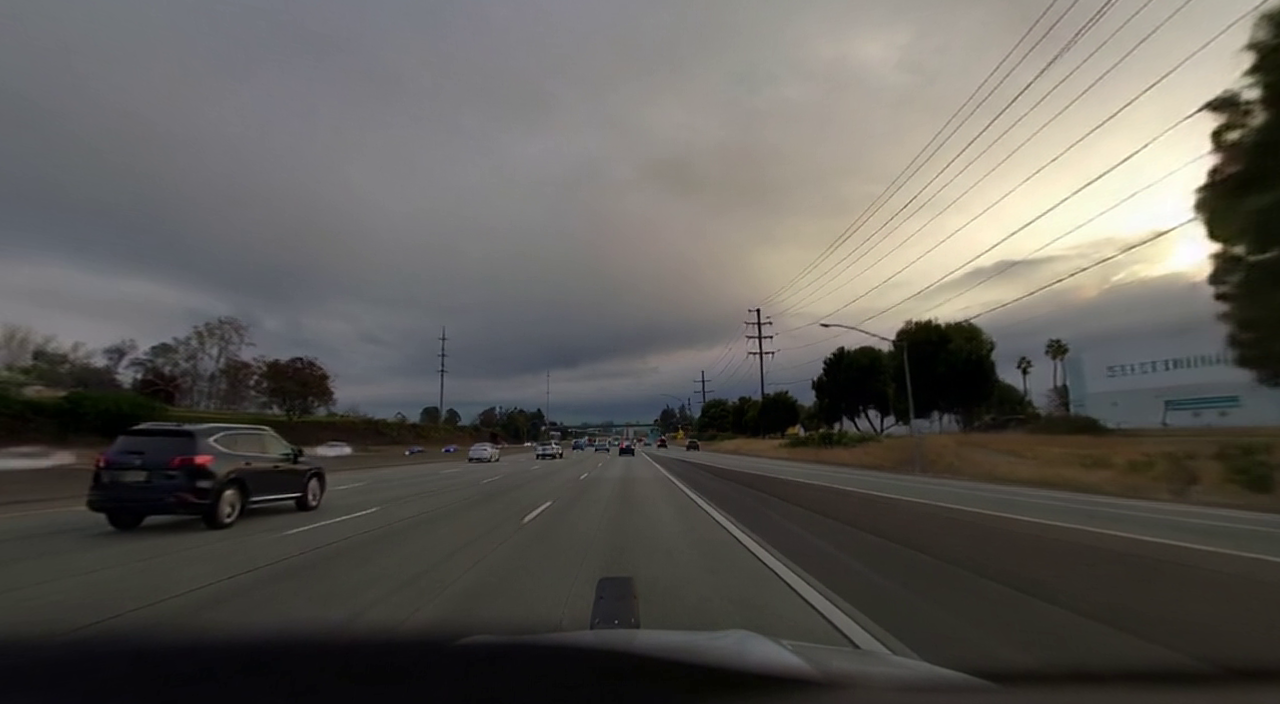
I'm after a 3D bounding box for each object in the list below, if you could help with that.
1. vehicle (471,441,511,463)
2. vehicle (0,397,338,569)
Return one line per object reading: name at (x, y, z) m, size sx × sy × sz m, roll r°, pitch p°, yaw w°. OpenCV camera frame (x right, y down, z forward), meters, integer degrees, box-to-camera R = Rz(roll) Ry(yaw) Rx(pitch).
vehicle at (-10.757, 7.255, 45.956) m, size 1.887 × 1.473 × 4.352 m, roll 0°, pitch -9°, yaw 0°
vehicle at (-6.869, 1.784, 9.422) m, size 2.115 × 1.799 × 5.444 m, roll 0°, pitch -9°, yaw -1°
